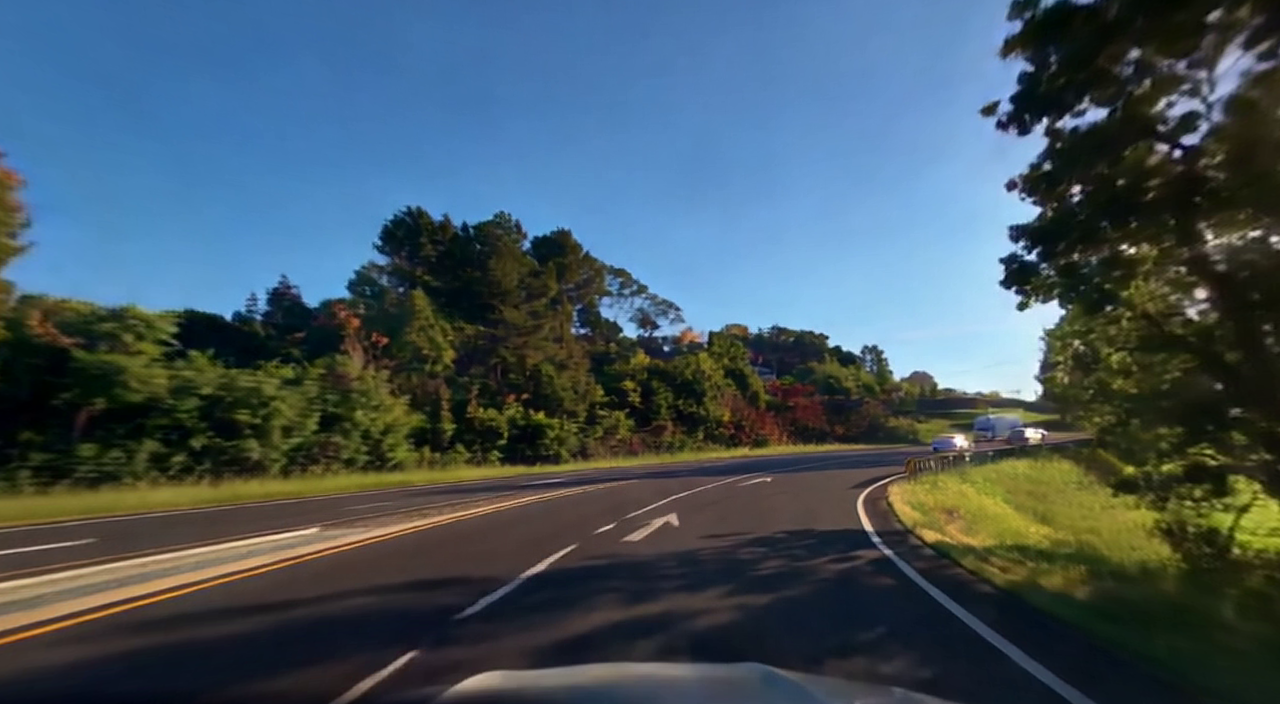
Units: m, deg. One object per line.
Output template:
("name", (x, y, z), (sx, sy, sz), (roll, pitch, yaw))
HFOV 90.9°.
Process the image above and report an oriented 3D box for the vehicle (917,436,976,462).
("vehicle", (17.769, 5.615, 36.440), (3.645, 1.427, 1.807), (8, -12, -43))
